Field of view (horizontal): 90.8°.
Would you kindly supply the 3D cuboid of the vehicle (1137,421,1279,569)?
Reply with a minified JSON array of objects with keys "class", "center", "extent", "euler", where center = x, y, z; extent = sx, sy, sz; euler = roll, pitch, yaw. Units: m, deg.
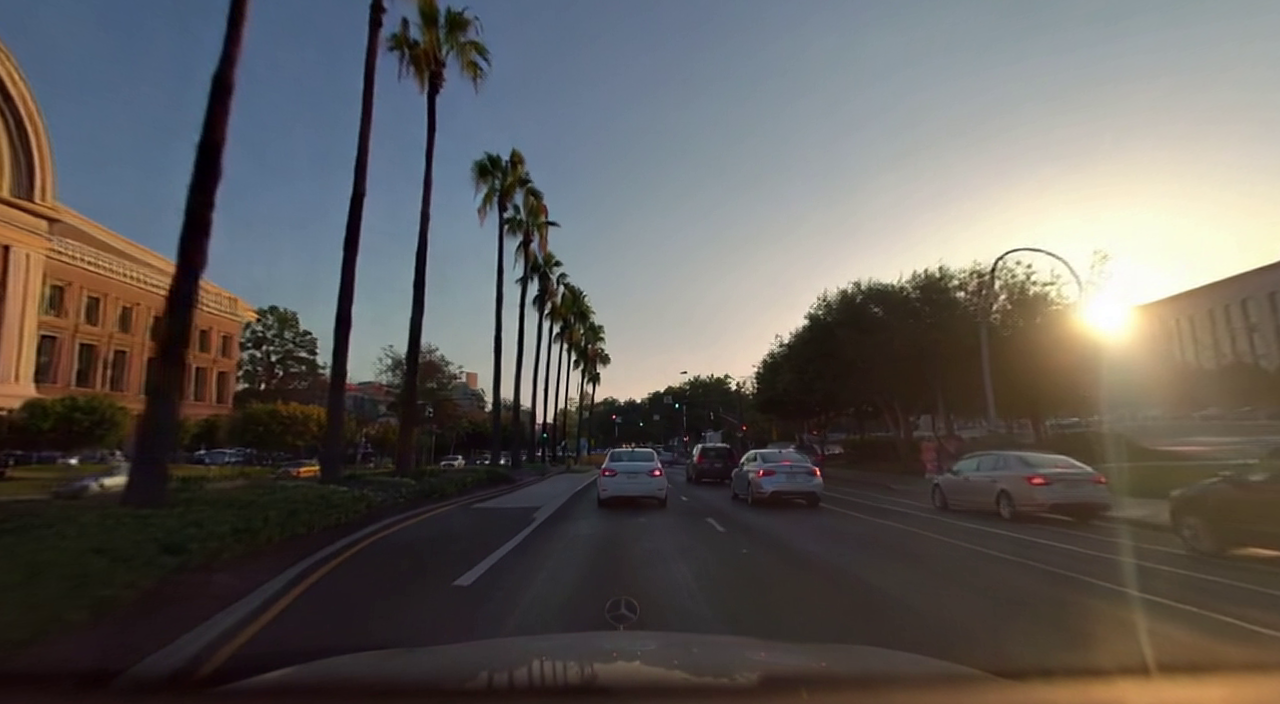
[{"class":"vehicle","center":[8.531,1.635,7.092],"extent":[1.994,1.715,4.777],"euler":[0,-9,0]}]

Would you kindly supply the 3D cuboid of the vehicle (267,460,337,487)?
[{"class":"vehicle","center":[-21.001,7.539,39.456],"extent":[1.935,1.479,4.453],"euler":[0,-9,-1]}]

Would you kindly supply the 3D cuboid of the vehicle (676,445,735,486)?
[{"class":"vehicle","center":[3.235,5.829,33.021],"extent":[2.127,1.854,7.971],"euler":[0,-9,-1]}]

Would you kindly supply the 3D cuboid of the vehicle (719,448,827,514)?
[{"class":"vehicle","center":[3.308,3.282,16.609],"extent":[1.833,1.465,4.258],"euler":[0,-9,-1]}]

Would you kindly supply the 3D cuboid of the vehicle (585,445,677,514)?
[{"class":"vehicle","center":[-0.227,3.124,15.930],"extent":[2.050,1.521,3.747],"euler":[0,-9,-1]}]

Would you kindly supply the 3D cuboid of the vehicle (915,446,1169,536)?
[{"class":"vehicle","center":[8.166,2.813,13.606],"extent":[1.970,1.559,4.911],"euler":[1,-9,-5]}]
